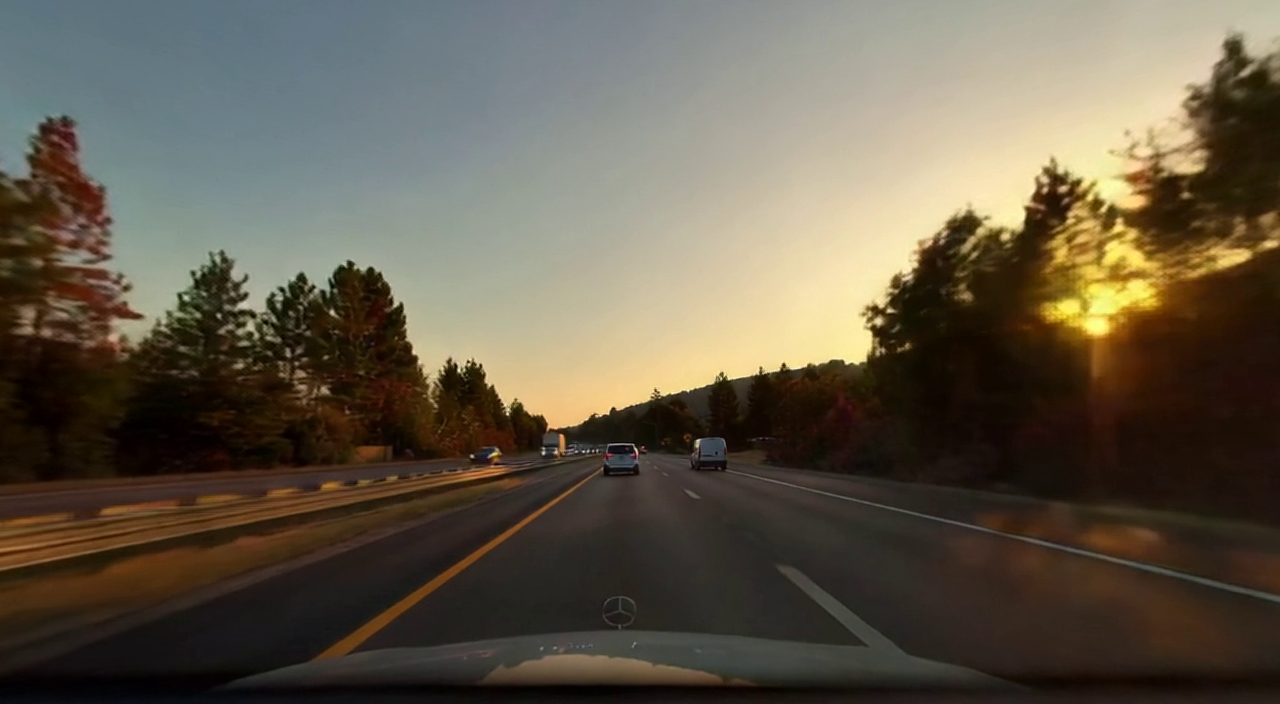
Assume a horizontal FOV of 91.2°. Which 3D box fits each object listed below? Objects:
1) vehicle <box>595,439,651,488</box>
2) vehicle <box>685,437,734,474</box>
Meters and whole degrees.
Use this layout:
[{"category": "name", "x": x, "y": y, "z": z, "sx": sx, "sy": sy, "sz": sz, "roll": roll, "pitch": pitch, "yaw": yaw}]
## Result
[{"category": "vehicle", "x": -0.625, "y": 4.245, "z": 24.153, "sx": 1.963, "sy": 1.711, "sz": 4.284, "roll": 0, "pitch": -9, "yaw": -1}, {"category": "vehicle", "x": 3.880, "y": 5.918, "z": 35.899, "sx": 2.179, "sy": 1.930, "sz": 4.538, "roll": 0, "pitch": -9, "yaw": -1}]
